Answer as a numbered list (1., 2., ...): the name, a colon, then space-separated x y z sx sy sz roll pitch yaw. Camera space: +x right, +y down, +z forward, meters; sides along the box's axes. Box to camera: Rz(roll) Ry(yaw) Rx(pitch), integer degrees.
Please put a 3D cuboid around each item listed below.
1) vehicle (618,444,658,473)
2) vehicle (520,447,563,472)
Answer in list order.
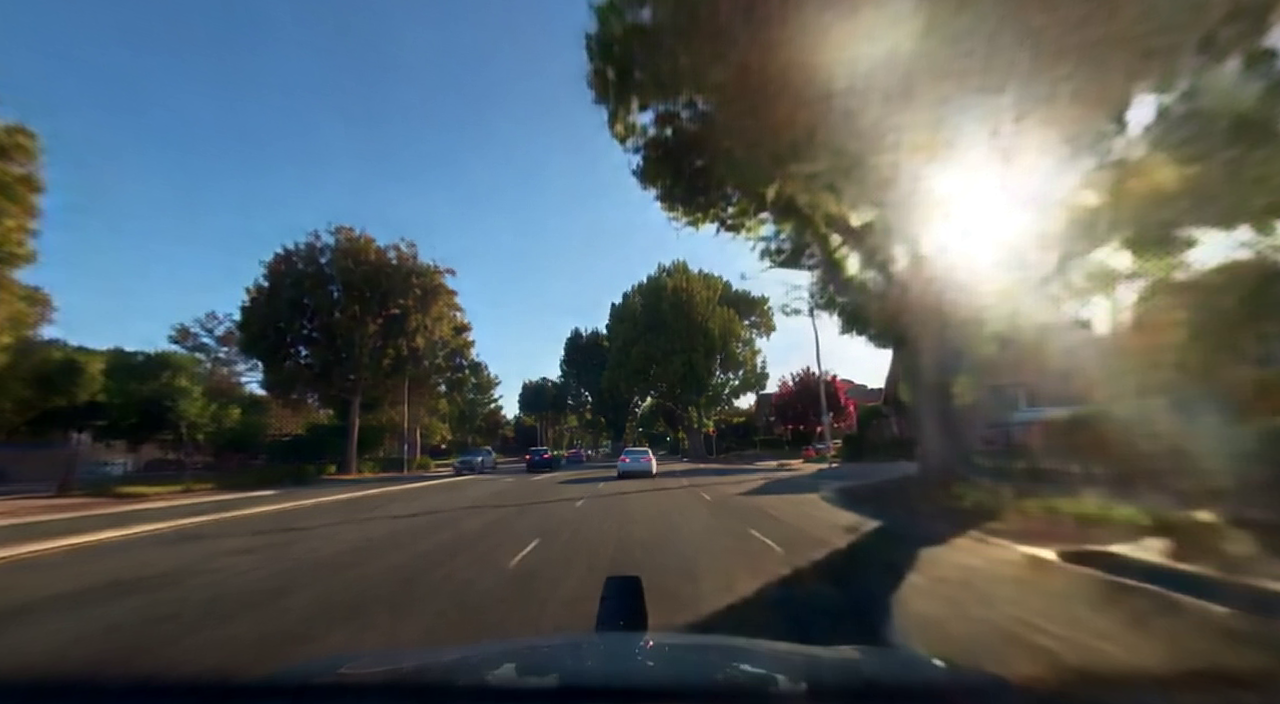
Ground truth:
1. vehicle: -0.065 5.987 35.609 2.106 1.517 4.375 0 -9 1
2. vehicle: -6.232 6.818 40.267 2.014 1.472 4.357 0 -9 1
